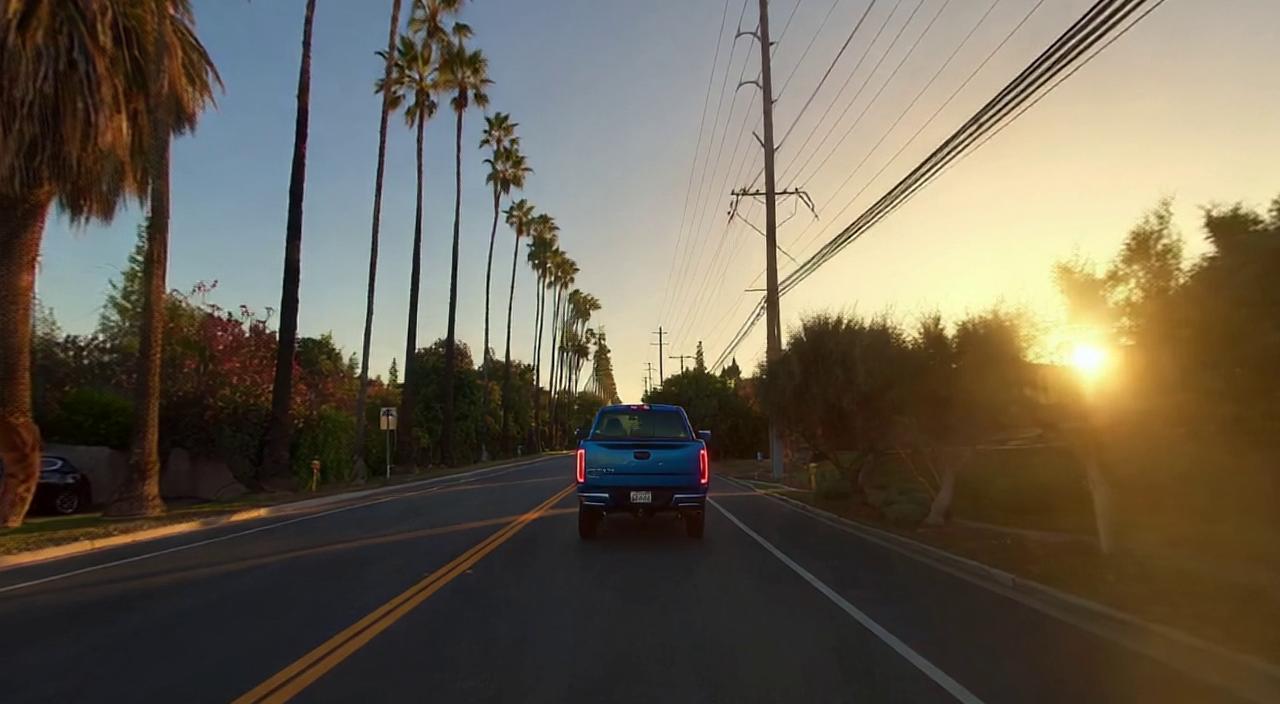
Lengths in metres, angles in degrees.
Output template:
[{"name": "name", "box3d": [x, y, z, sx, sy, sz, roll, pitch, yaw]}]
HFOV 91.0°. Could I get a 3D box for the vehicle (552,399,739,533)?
[{"name": "vehicle", "box3d": [0.046, 2.152, 12.469, 2.803, 2.005, 5.885, 0, -8, -1]}]
